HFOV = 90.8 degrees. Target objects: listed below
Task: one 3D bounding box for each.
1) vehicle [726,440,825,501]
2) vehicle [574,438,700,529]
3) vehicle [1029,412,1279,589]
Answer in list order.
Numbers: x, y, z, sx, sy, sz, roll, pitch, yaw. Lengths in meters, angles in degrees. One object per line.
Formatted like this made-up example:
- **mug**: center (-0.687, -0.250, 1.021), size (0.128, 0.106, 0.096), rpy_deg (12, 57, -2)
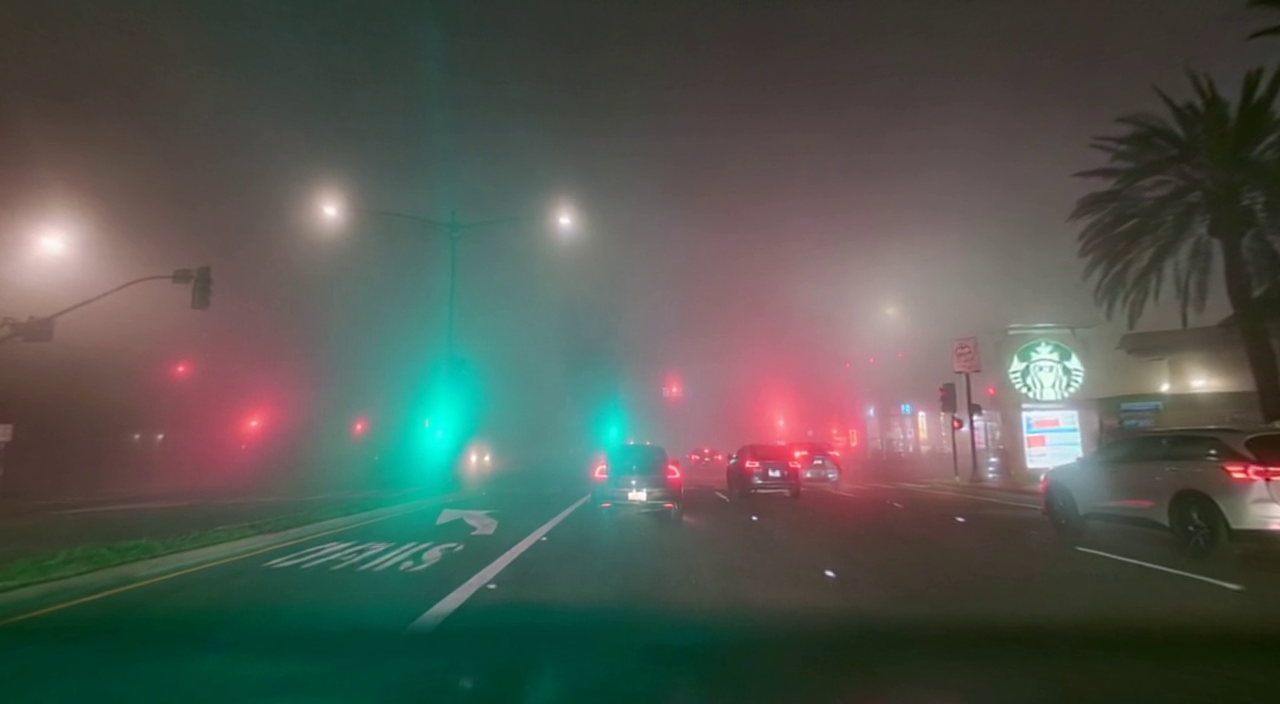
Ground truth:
- **vehicle**: center (3.770, 3.361, 18.366), size (1.892, 1.532, 4.177), rpy_deg (0, -8, -1)
- **vehicle**: center (-0.091, 2.492, 12.569), size (2.110, 1.487, 3.873), rpy_deg (0, -8, -1)
- **vehicle**: center (7.056, 1.658, 7.680), size (1.940, 1.674, 4.085), rpy_deg (0, -8, -1)
